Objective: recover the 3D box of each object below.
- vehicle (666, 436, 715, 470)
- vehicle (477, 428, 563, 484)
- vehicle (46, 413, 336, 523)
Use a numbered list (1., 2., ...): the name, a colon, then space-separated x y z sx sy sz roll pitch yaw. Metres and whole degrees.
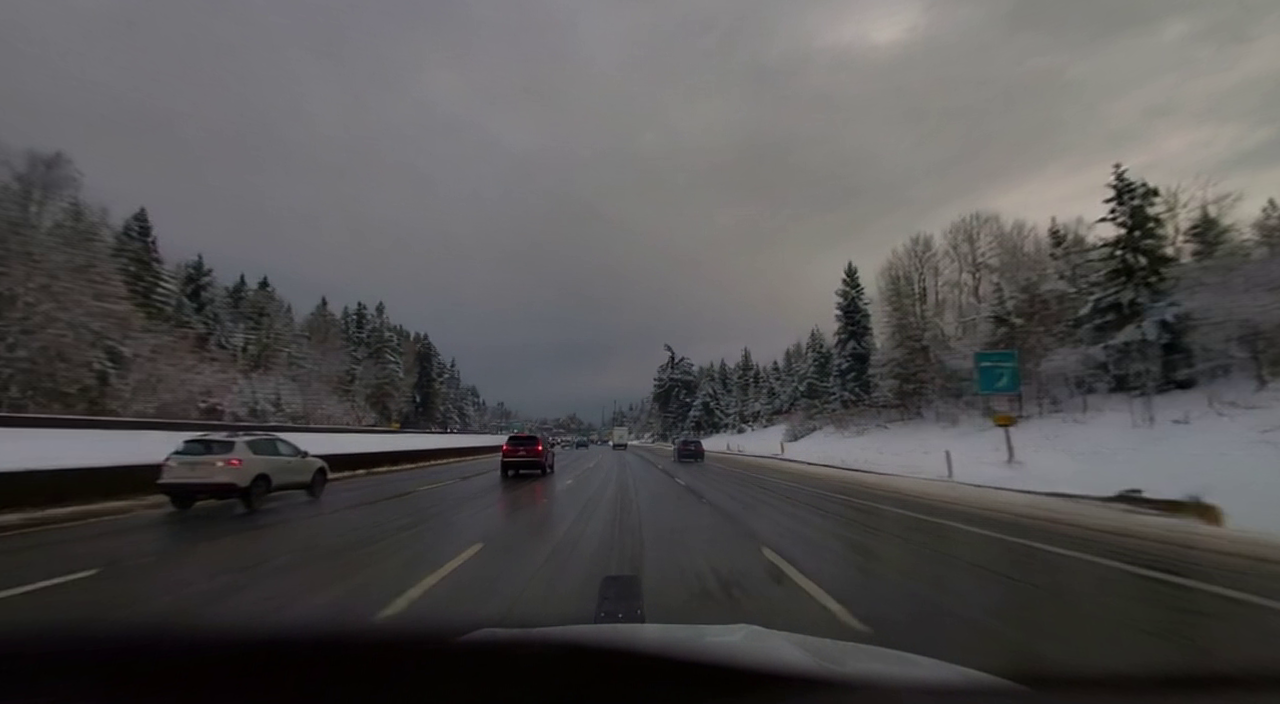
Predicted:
1. vehicle: 2.569 5.299 33.128 2.053 1.698 4.097 0 -9 -3
2. vehicle: -3.895 3.453 21.161 2.002 1.680 4.301 0 -9 0
3. vehicle: -8.176 2.167 12.256 2.237 1.703 4.681 0 -9 -1
